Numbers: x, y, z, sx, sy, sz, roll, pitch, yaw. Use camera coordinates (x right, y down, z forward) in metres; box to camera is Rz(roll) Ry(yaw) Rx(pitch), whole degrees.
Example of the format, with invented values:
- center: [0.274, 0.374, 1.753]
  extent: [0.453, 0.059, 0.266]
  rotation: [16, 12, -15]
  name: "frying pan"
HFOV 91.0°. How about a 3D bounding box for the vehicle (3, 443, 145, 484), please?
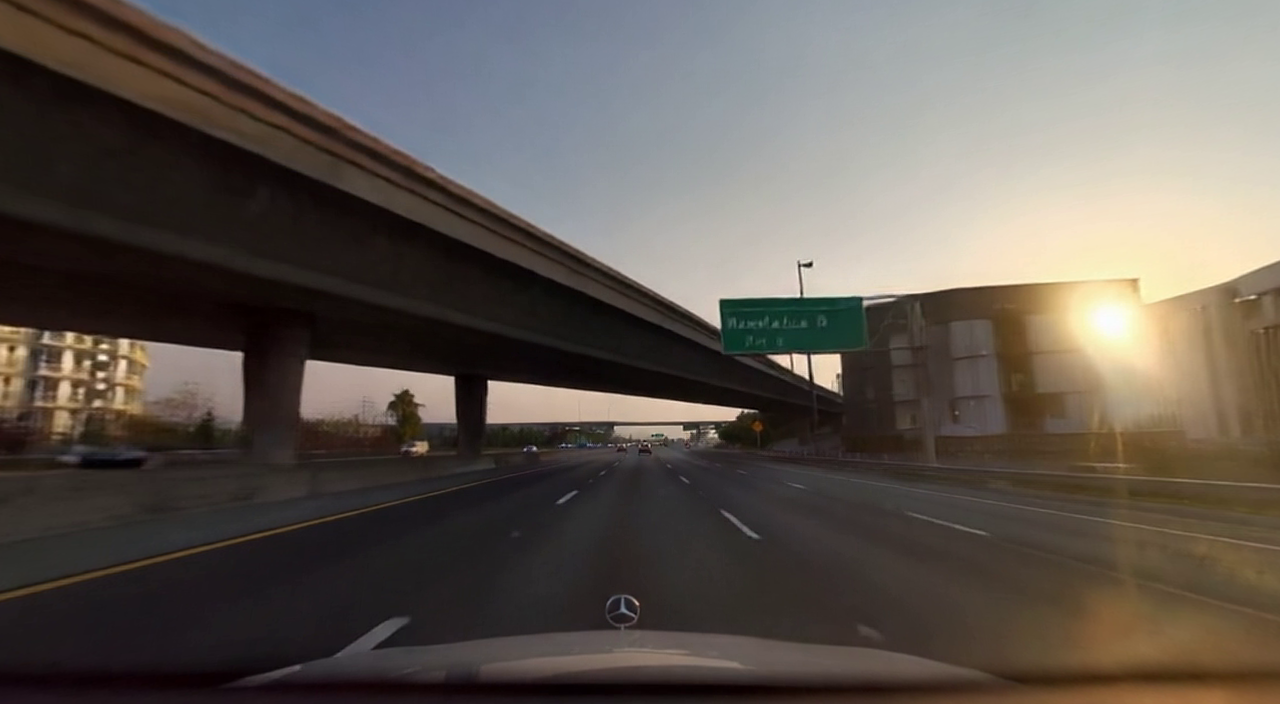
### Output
- center: [-23.900, 4.692, 26.841]
  extent: [1.875, 1.547, 4.382]
  rotation: [0, -9, 1]
  name: "vehicle"
